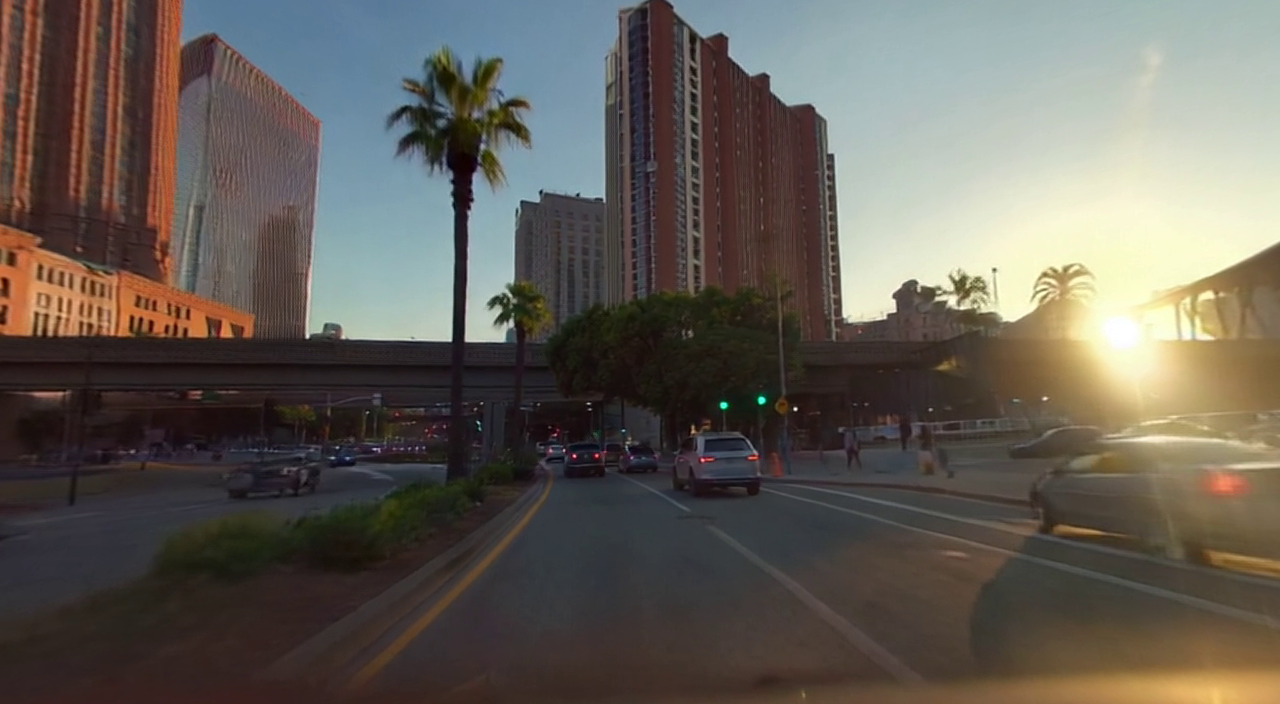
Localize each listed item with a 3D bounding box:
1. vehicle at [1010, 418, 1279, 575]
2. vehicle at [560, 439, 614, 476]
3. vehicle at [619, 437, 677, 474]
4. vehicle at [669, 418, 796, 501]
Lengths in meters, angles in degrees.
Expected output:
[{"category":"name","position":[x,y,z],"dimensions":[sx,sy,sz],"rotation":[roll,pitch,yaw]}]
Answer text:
[{"category":"vehicle","position":[7.434,1.825,8.777],"dimensions":[1.914,1.596,4.494],"rotation":[0,-9,1]},{"category":"vehicle","position":[-2.648,5.041,30.458],"dimensions":[2.332,1.625,4.933],"rotation":[1,-9,-8]},{"category":"vehicle","position":[0.308,5.317,32.656],"dimensions":[2.214,1.711,4.474],"rotation":[1,-9,-9]},{"category":"vehicle","position":[2.364,2.984,17.876],"dimensions":[2.407,1.991,5.130],"rotation":[0,-9,-5]}]
